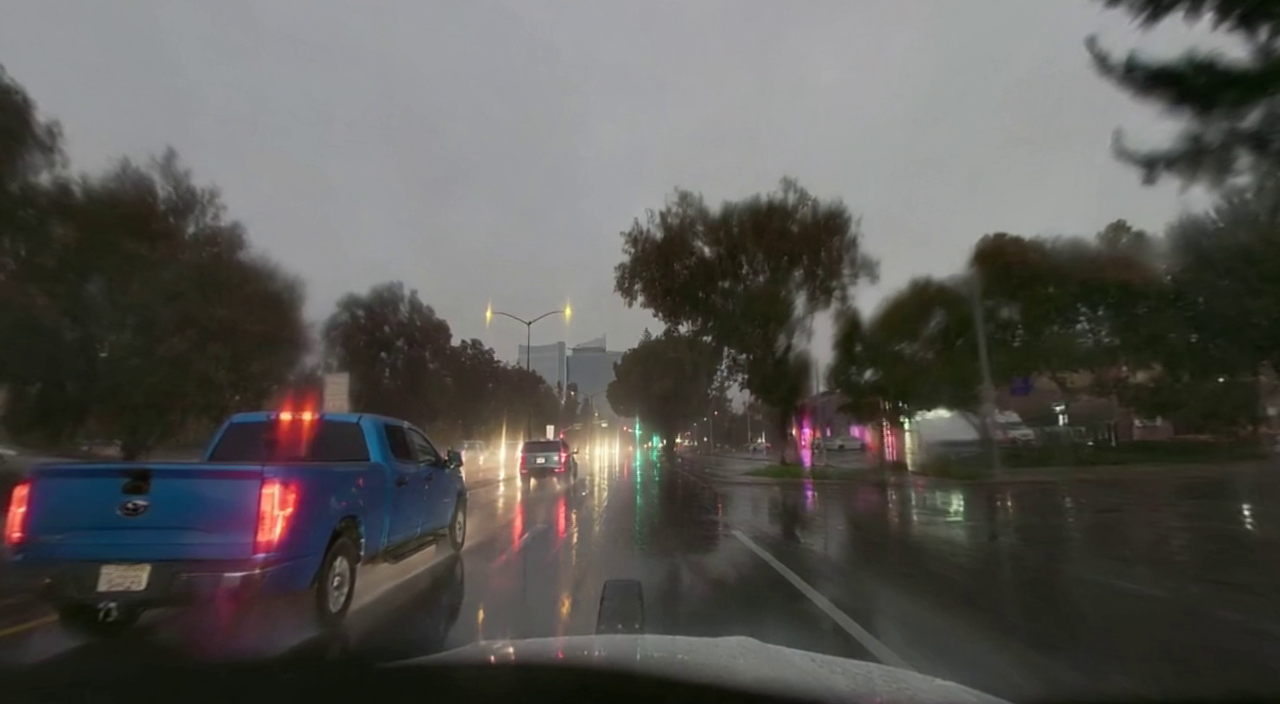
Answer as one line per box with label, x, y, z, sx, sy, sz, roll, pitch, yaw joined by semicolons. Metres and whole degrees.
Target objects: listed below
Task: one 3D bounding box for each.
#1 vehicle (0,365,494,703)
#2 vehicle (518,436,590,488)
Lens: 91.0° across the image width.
vehicle;-3.188;1.355;6.015;2.277;1.801;5.250;0;-9;0
vehicle;-3.267;4.291;24.951;2.065;1.790;5.417;0;-9;0
